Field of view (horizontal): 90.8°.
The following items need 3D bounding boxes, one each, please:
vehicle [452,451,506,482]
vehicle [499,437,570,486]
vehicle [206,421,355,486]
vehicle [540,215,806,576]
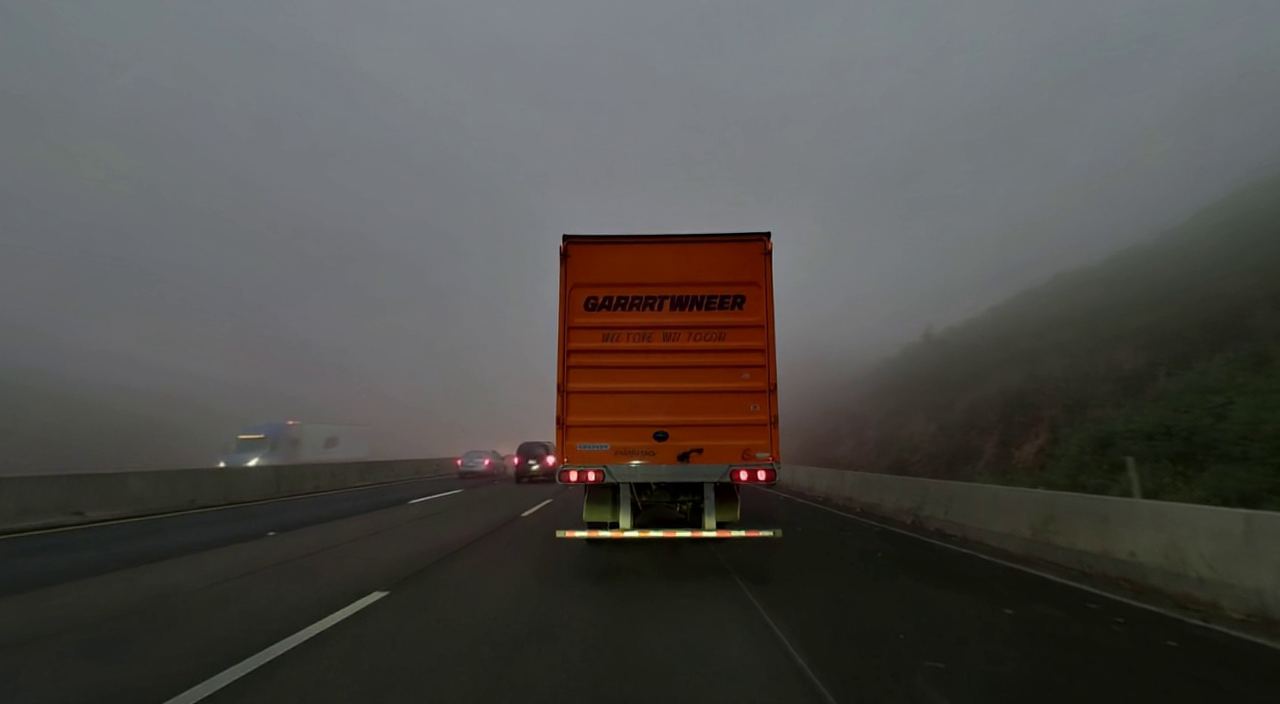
[{"bbox_3d":[-8.234,5.844,32.495,1.828,1.502,3.385,0,-9,1],"label":"vehicle"},{"bbox_3d":[-4.649,4.922,28.554,2.293,2.015,4.915,0,-9,1],"label":"vehicle"},{"bbox_3d":[-25.485,7.406,46.239,2.807,3.948,13.958,0,-9,0],"label":"vehicle"},{"bbox_3d":[0.441,1.227,12.294,2.853,4.054,10.557,0,-9,1],"label":"vehicle"}]
